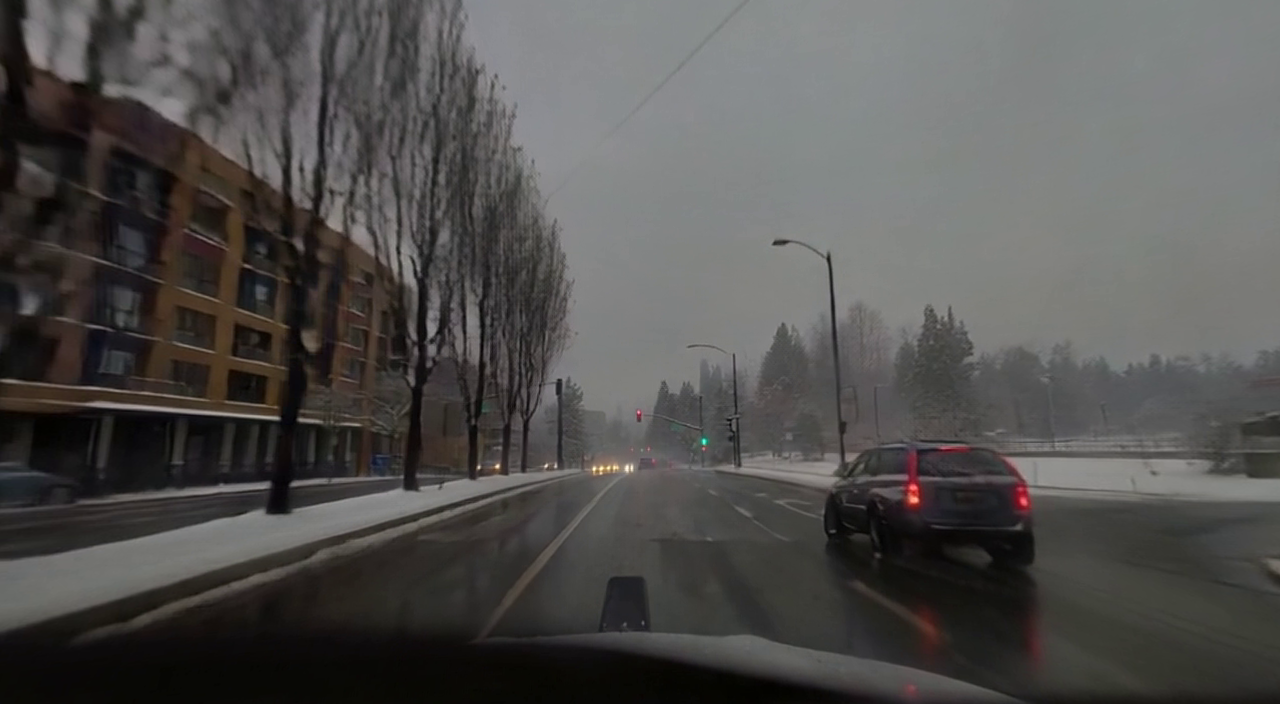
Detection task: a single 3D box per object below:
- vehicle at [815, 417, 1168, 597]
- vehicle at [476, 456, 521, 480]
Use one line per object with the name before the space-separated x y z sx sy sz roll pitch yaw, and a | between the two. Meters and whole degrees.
vehicle | 3.682 1.676 7.647 1.949 1.583 3.996 0 -9 0
vehicle | -9.937 8.170 44.646 1.957 1.482 4.706 -1 -9 3
